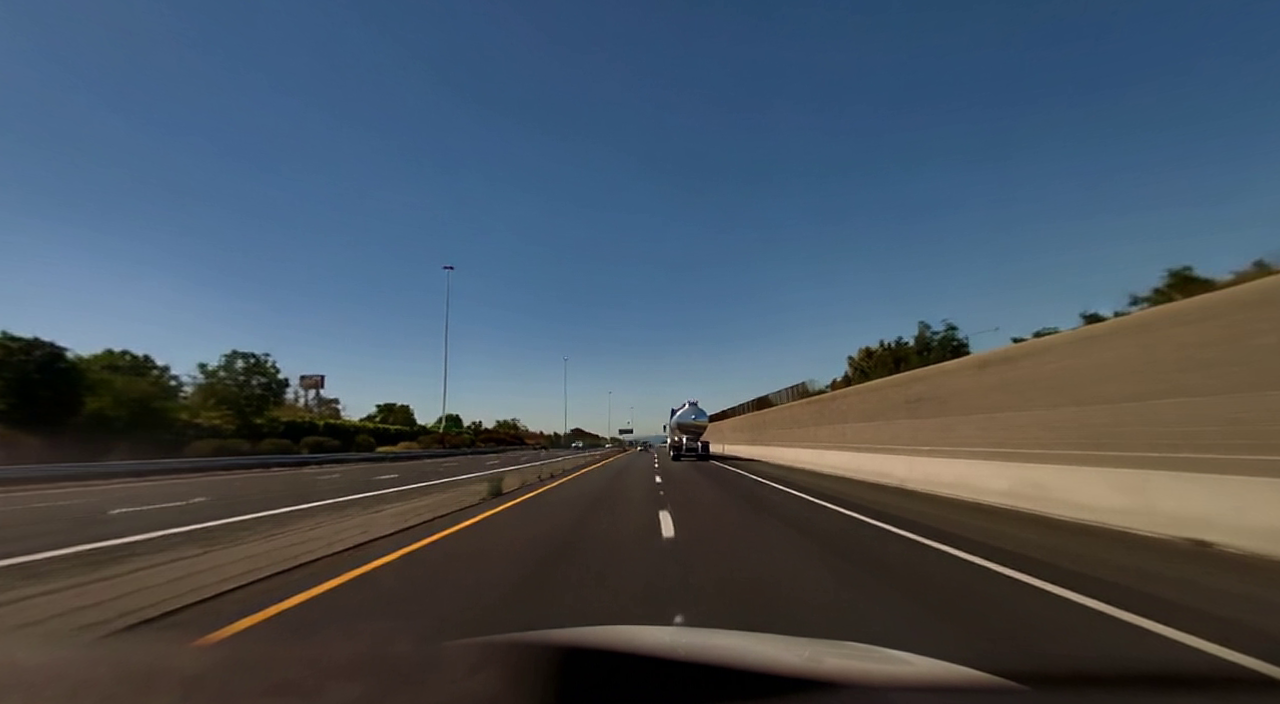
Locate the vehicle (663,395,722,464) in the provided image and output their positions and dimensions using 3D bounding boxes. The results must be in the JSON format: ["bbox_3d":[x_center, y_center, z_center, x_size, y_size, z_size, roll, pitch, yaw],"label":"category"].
[{"bbox_3d":[3.059,5.034,40.157,2.946,3.745,11.516,0,-8,1],"label":"vehicle"}]
